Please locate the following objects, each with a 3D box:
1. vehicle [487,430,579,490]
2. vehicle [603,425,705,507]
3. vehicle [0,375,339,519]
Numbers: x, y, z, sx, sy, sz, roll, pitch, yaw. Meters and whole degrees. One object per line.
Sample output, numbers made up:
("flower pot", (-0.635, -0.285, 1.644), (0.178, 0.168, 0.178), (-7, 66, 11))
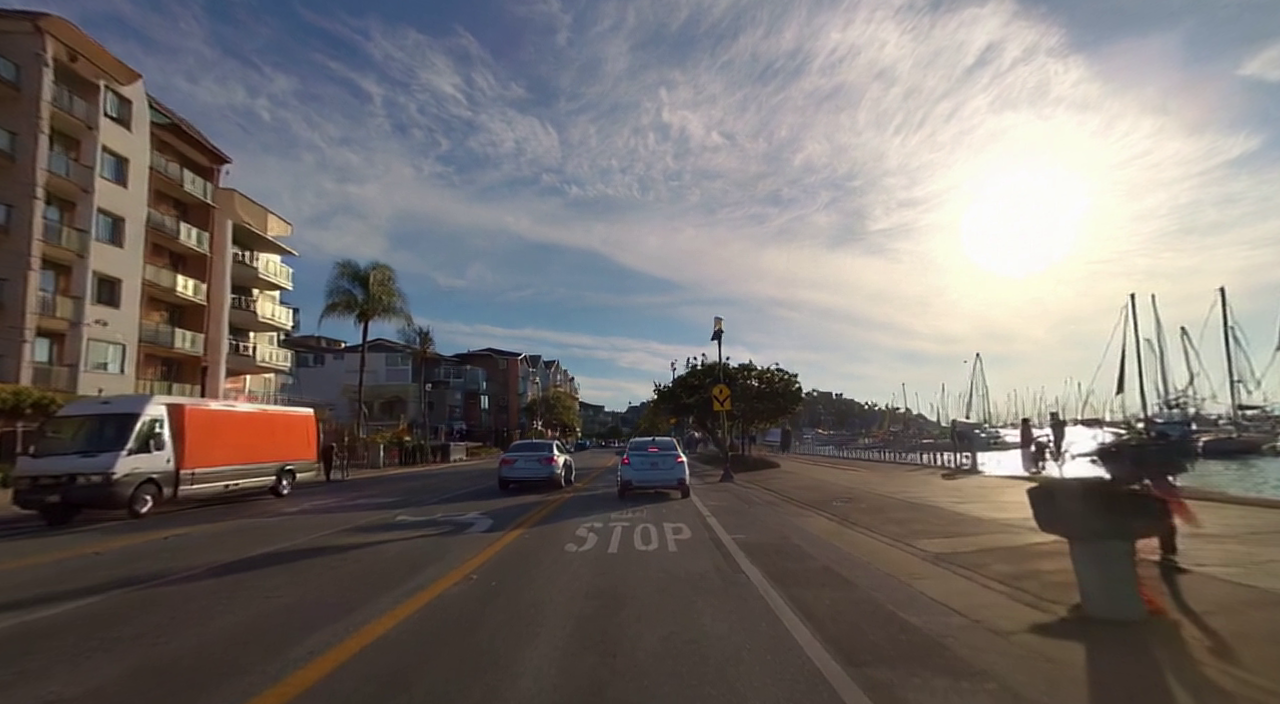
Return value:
("vehicle", (-3.229, 3.368, 19.925), (2.056, 1.680, 4.205), (-1, -9, 1))
("vehicle", (0.288, 2.595, 14.685), (2.057, 1.624, 3.726), (0, -9, 0))
("vehicle", (-13.207, 2.873, 19.211), (2.924, 3.288, 9.352), (-1, -9, 4))
